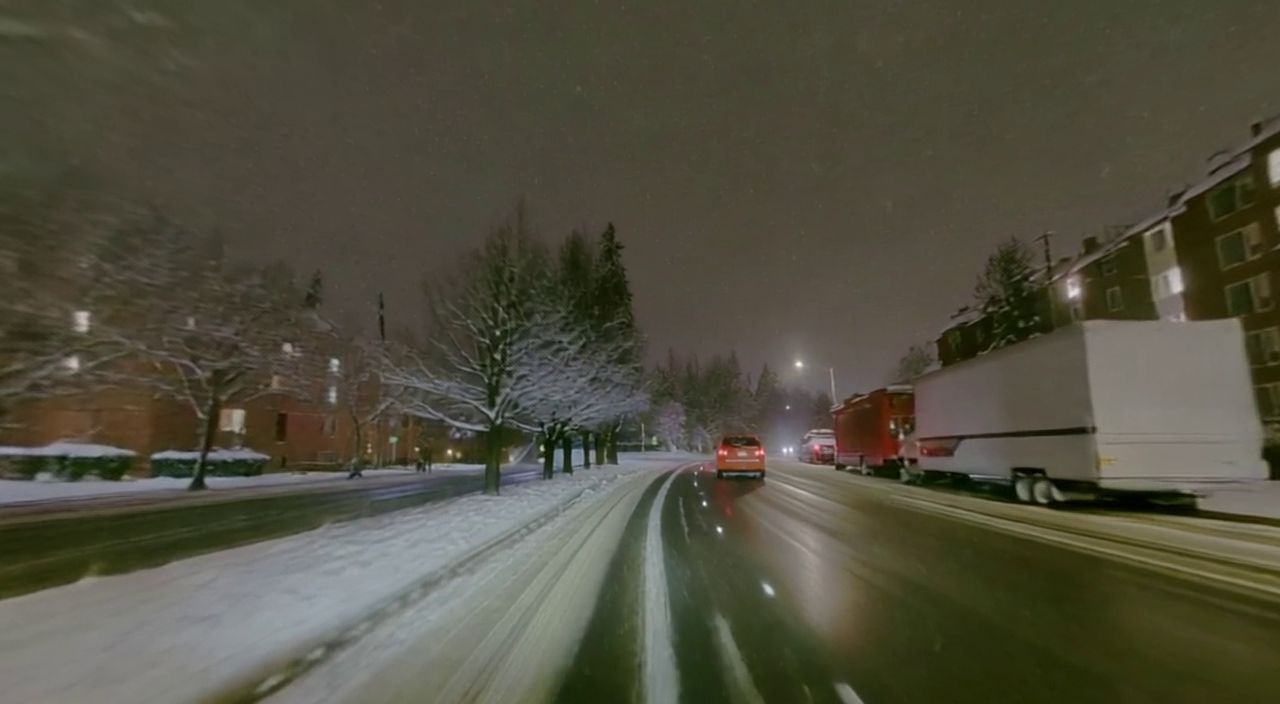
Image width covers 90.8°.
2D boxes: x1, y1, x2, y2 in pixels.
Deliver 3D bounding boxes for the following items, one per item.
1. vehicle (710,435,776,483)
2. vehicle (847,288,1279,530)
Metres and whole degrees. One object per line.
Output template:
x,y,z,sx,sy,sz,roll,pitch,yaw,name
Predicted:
4.211,4.429,26.575,2.215,1.812,4.569,0,-8,3,vehicle
10.608,2.275,20.037,2.887,4.158,18.418,-1,-8,3,vehicle
